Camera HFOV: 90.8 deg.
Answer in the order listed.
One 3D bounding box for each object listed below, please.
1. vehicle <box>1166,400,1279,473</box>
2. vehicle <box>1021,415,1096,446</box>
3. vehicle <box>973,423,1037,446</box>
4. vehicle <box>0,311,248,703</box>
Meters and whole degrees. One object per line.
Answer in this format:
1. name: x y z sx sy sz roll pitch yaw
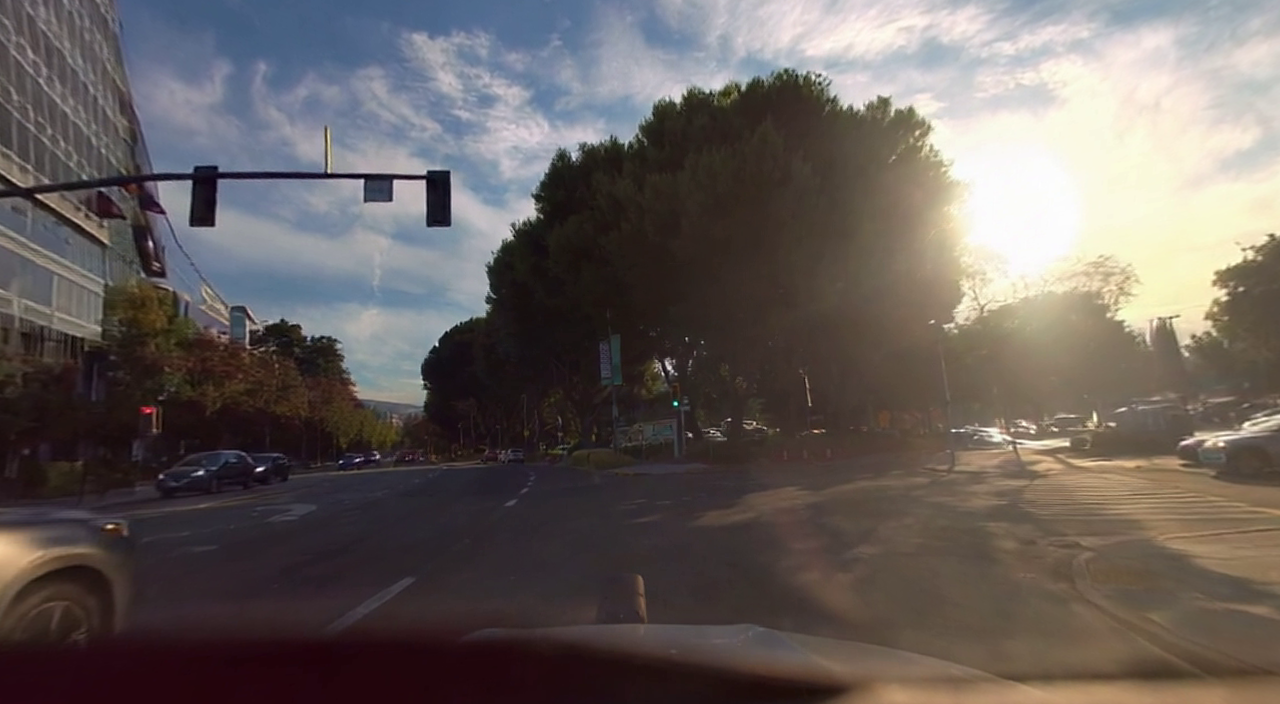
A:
1. vehicle: 17.089 2.177 16.278 4.857 1.803 2.147 -4 -10 24
2. vehicle: 27.644 5.205 41.732 4.523 1.908 1.930 3 -9 -25
3. vehicle: 26.142 5.918 45.252 3.966 1.585 1.921 4 -10 -26
4. vehicle: -3.540 0.589 1.320 2.134 1.799 5.082 0 -9 0
